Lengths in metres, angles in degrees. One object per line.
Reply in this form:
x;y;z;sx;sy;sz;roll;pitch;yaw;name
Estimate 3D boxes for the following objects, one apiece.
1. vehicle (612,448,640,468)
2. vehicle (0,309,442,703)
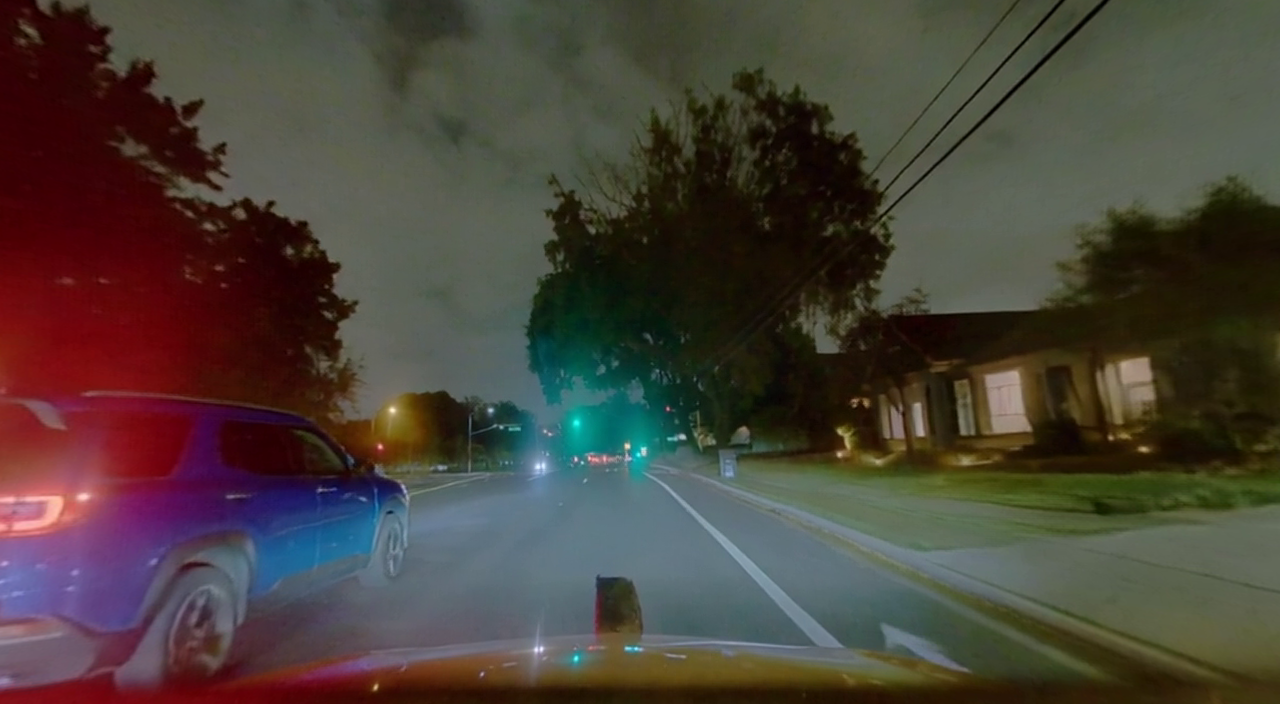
-1.086;7.920;47.380;2.016;1.470;3.784;0;-8;-2;vehicle
-3.548;1.176;4.760;2.276;1.960;5.561;0;-8;0;vehicle
